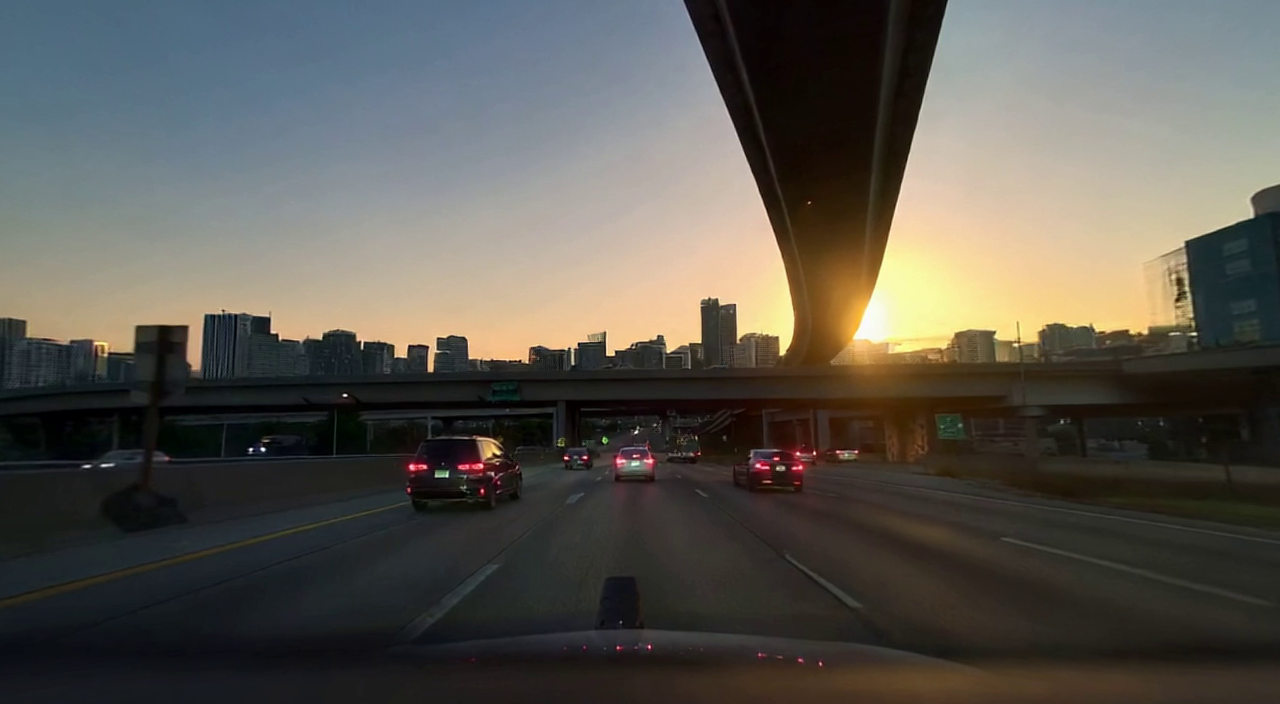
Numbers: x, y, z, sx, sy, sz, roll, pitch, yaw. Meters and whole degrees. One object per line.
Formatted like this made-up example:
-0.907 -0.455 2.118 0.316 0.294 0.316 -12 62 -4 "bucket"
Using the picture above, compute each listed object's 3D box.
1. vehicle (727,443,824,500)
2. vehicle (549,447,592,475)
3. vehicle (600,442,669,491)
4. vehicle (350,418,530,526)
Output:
3.893 3.497 18.805 1.974 1.490 3.994 0 -9 -1 "vehicle"
-3.775 5.994 34.941 1.868 1.431 4.055 0 -9 1 "vehicle"
-0.179 3.814 21.305 2.089 1.493 3.964 0 -9 0 "vehicle"
-3.845 2.404 13.188 2.142 1.819 4.648 0 -9 1 "vehicle"
